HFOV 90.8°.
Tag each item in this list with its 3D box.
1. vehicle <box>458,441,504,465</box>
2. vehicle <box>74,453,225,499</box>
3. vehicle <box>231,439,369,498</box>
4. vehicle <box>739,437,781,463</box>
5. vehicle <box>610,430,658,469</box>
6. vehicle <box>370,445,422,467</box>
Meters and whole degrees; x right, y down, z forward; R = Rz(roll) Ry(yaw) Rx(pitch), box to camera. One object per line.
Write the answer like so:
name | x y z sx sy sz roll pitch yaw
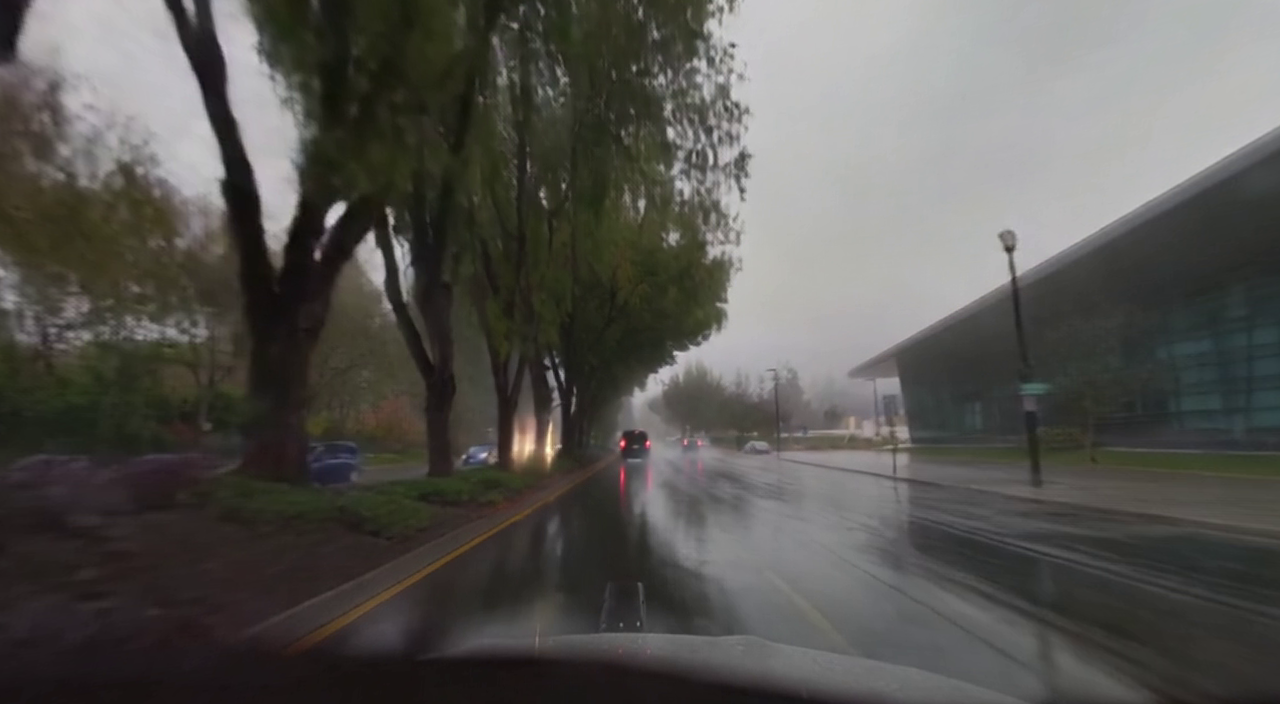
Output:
vehicle | -10.975 7.023 44.021 1.979 1.605 4.550 0 -9 1
vehicle | -18.016 4.534 23.579 1.876 1.494 4.662 0 -9 0
vehicle | -10.970 3.764 20.847 1.994 1.678 4.605 0 -9 0
vehicle | 8.637 7.104 46.002 2.364 1.781 4.854 0 -9 3
vehicle | -0.325 5.341 34.630 2.411 1.937 5.186 0 -9 -1
vehicle | -18.012 7.689 46.912 2.003 1.533 4.691 0 -9 0
